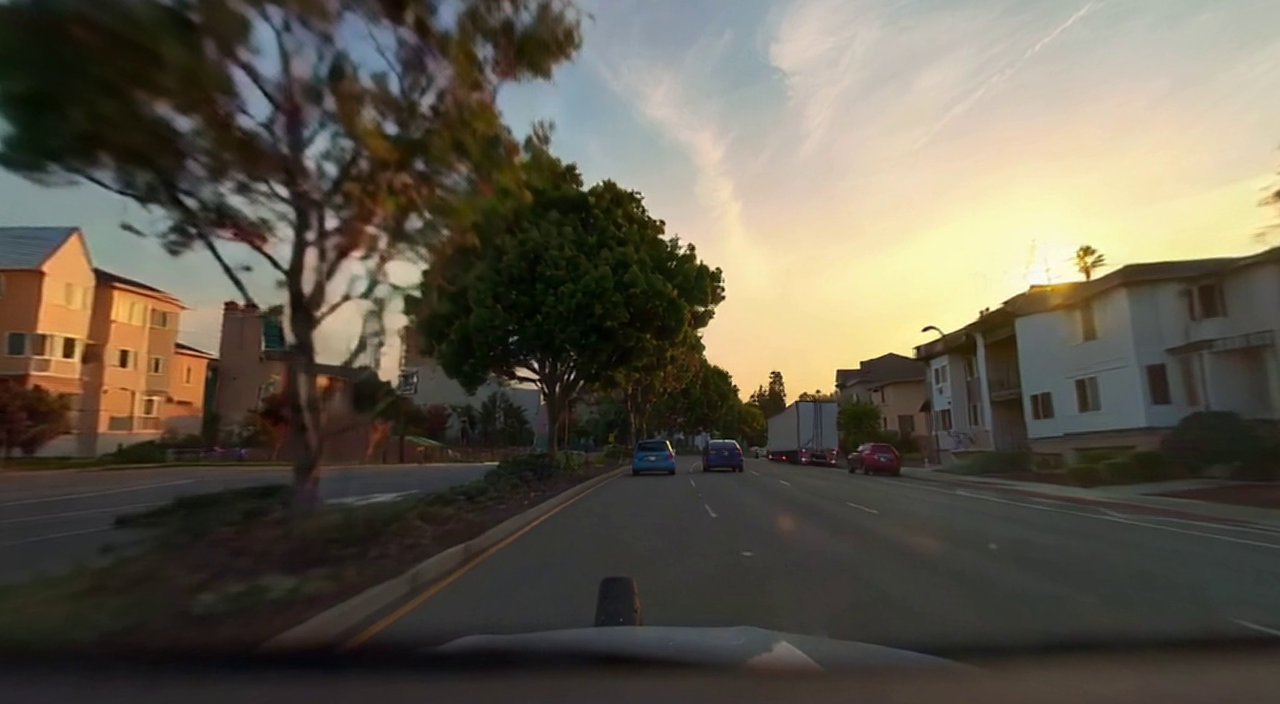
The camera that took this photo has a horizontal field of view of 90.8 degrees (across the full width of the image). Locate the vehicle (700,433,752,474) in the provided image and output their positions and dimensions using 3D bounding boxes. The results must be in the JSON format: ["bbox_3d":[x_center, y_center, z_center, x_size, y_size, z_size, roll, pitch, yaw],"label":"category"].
[{"bbox_3d":[4.007,4.837,30.213,2.033,1.823,4.409,0,-9,2],"label":"vehicle"}]

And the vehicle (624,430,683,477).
[{"bbox_3d":[0.677,4.427,27.725,2.345,1.841,5.032,0,-9,3],"label":"vehicle"}]

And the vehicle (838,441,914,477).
[{"bbox_3d":[10.914,4.982,29.608,1.901,1.496,4.948,0,-9,3],"label":"vehicle"}]
